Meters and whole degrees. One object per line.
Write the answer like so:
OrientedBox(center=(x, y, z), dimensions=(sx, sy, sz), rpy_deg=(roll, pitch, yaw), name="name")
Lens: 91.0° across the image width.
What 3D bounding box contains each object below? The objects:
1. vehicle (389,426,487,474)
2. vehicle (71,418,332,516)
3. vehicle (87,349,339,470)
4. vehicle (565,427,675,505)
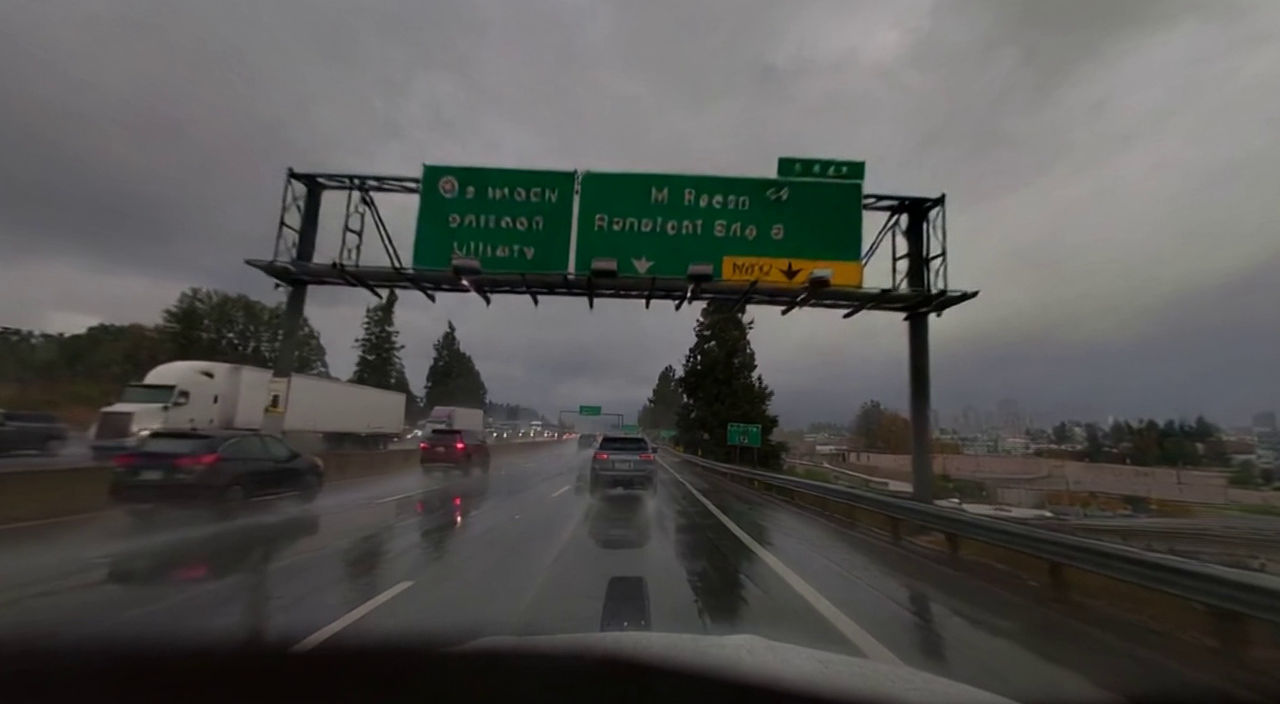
OrientedBox(center=(-7.708, 3.807, 24.587), dimensions=(2.325, 1.663, 4.426), rpy_deg=(0, -8, 0), name="vehicle")
OrientedBox(center=(-7.832, 2.077, 11.805), dimensions=(2.088, 1.531, 3.791), rpy_deg=(0, -8, 1), name="vehicle")
OrientedBox(center=(-15.013, 2.358, 23.494), dimensions=(3.034, 3.627, 9.026), rpy_deg=(0, -8, 0), name="vehicle")
OrientedBox(center=(-0.370, 2.548, 14.525), dimensions=(2.127, 1.497, 4.445), rpy_deg=(0, -8, 1), name="vehicle")
